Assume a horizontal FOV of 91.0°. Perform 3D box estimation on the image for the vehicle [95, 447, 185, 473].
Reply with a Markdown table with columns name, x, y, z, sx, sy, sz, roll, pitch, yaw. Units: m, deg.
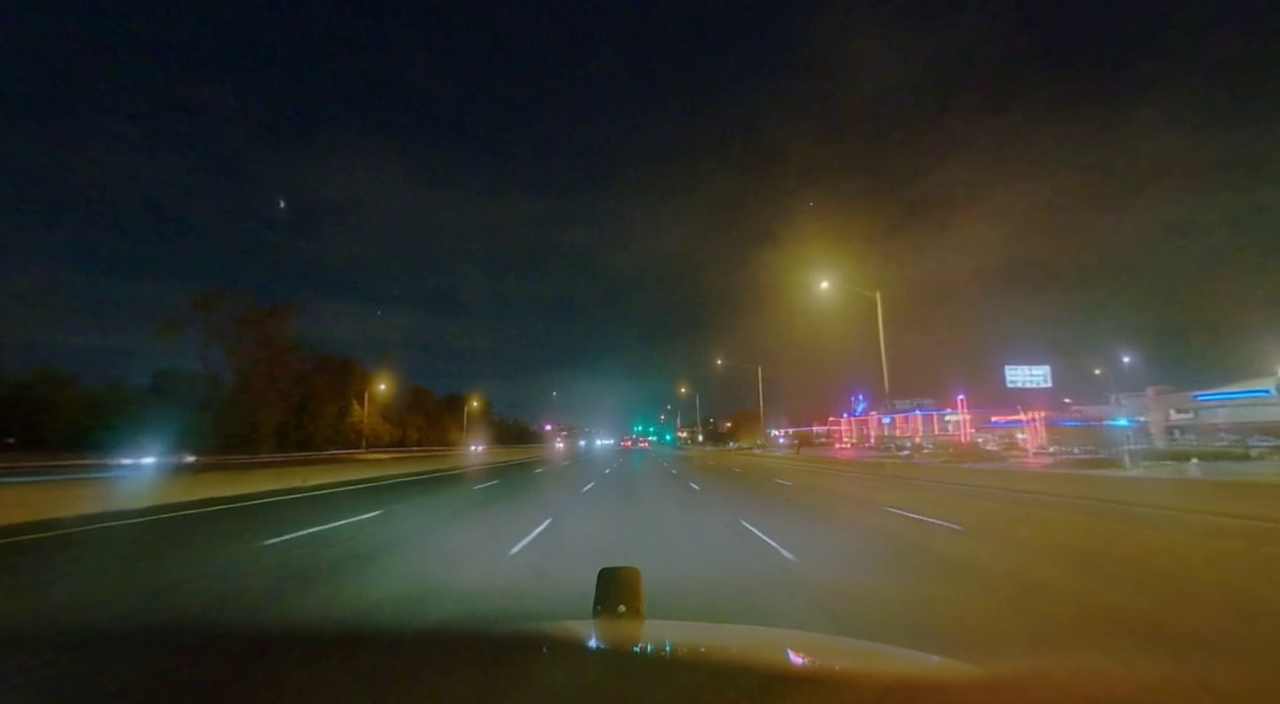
| name | x | y | z | sx | sy | sz | roll | pitch | yaw |
| --- | --- | --- | --- | --- | --- | --- | --- | --- | --- |
| vehicle | -32.087 | 6.921 | 40.577 | 1.880 | 1.501 | 4.689 | 0 | -8 | 1 |
